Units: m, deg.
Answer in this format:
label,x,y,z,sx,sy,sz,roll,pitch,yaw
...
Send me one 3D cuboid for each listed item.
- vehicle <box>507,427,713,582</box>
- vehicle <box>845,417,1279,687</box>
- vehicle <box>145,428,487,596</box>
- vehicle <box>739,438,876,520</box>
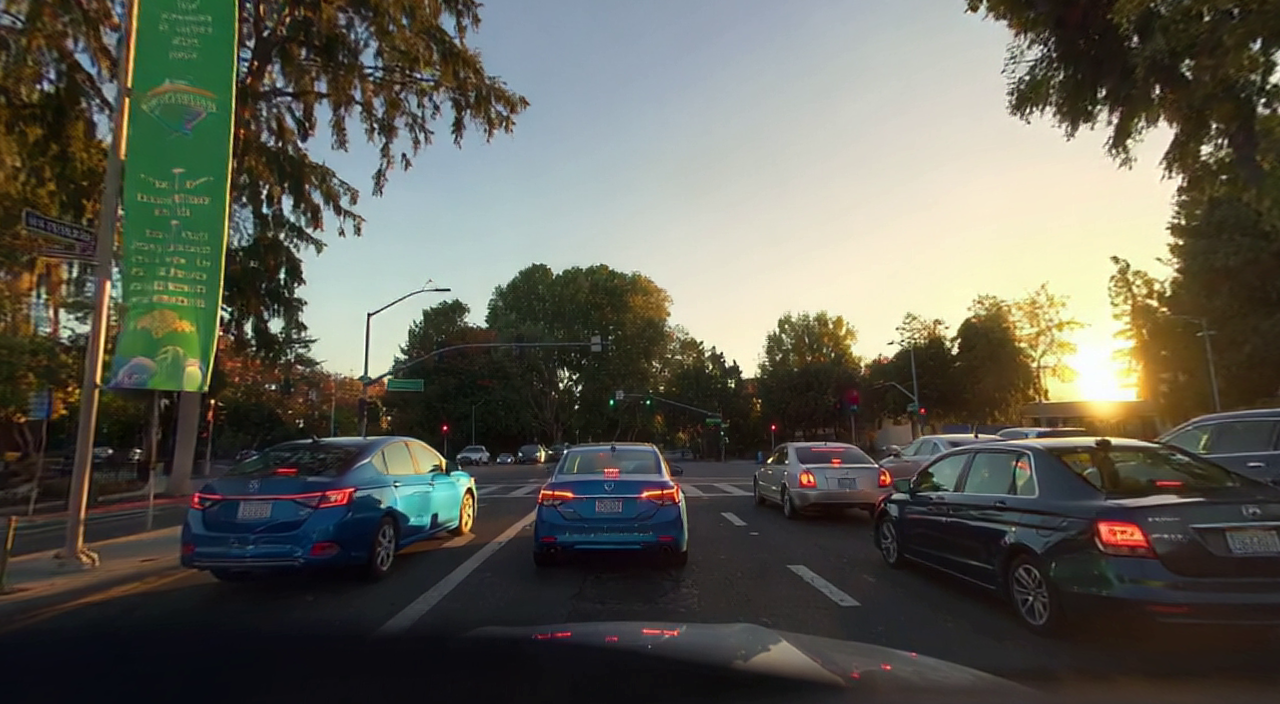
label,x,y,z,sx,sy,sz,roll,pitch,yaw
vehicle,-0.321,1.756,8.006,1.994,1.479,3.647,0,-9,-1
vehicle,3.609,1.437,5.774,1.953,1.471,4.470,0,-9,0
vehicle,-3.359,1.722,7.675,1.929,1.457,4.136,0,-9,0
vehicle,3.397,2.635,13.642,1.852,1.498,3.825,0,-9,-1
